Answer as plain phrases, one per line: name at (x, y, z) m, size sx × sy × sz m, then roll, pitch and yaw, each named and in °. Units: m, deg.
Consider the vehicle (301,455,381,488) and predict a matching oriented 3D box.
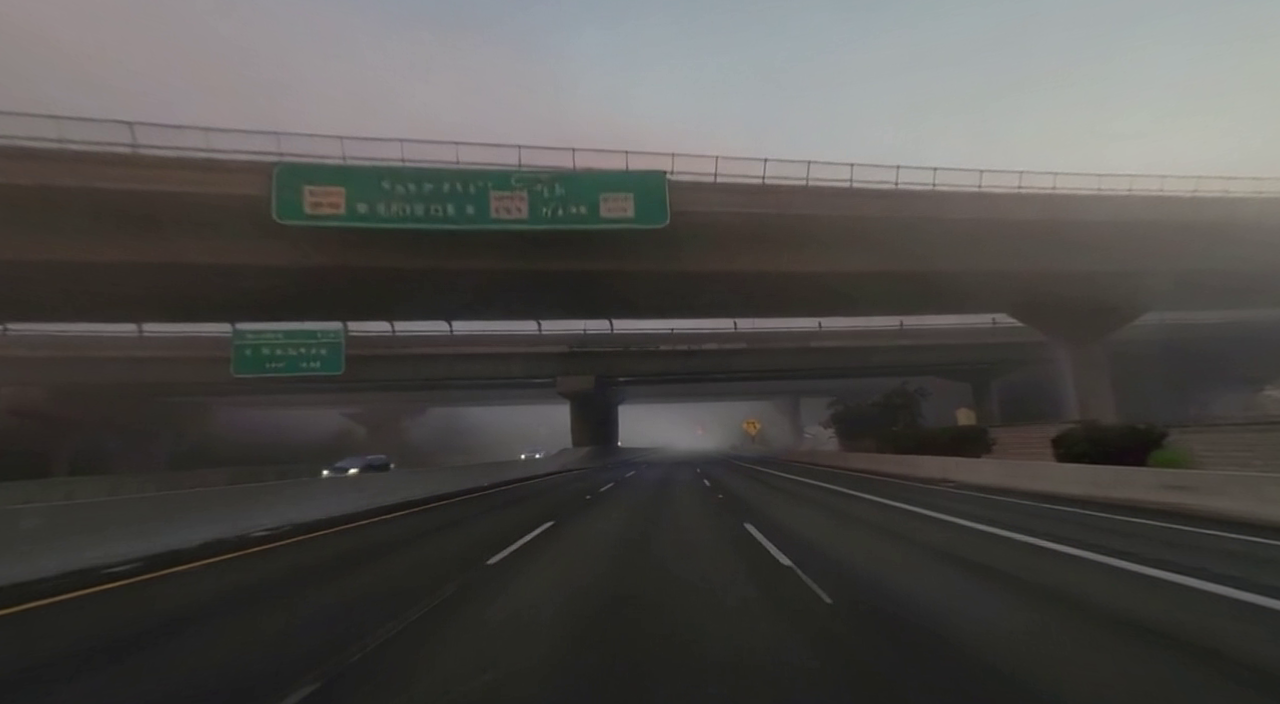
vehicle at (-15.594, 6.252, 33.204) m, size 1.798 × 1.496 × 4.559 m, roll -1°, pitch -8°, yaw 3°
